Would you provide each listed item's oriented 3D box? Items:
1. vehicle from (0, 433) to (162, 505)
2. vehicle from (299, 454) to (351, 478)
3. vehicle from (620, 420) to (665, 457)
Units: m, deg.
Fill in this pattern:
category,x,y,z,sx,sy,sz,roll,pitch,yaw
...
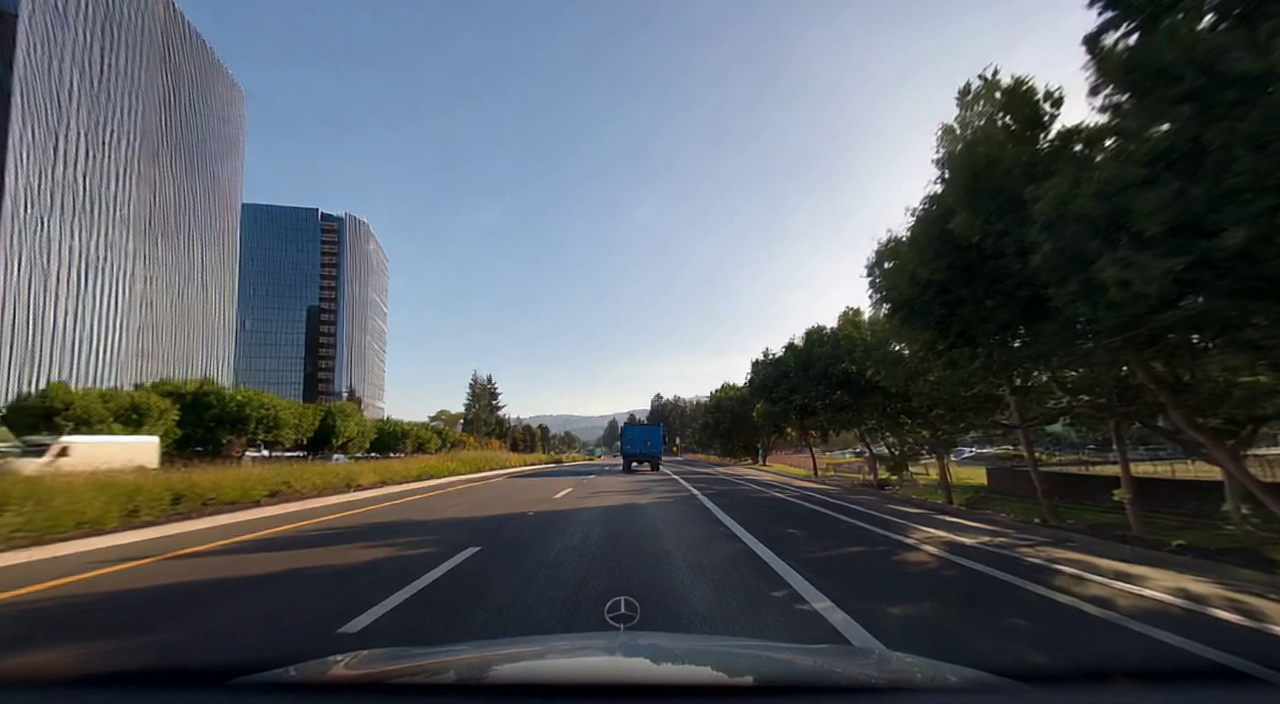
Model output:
category,x,y,z,sx,sy,sz,roll,pitch,yaw
vehicle,-19.388,3.836,21.243,2.182,2.060,5.571,0,-8,0
vehicle,-23.051,8.322,46.386,1.797,1.585,3.957,0,-8,0
vehicle,0.052,4.594,33.364,2.178,1.829,4.932,0,-9,-1
